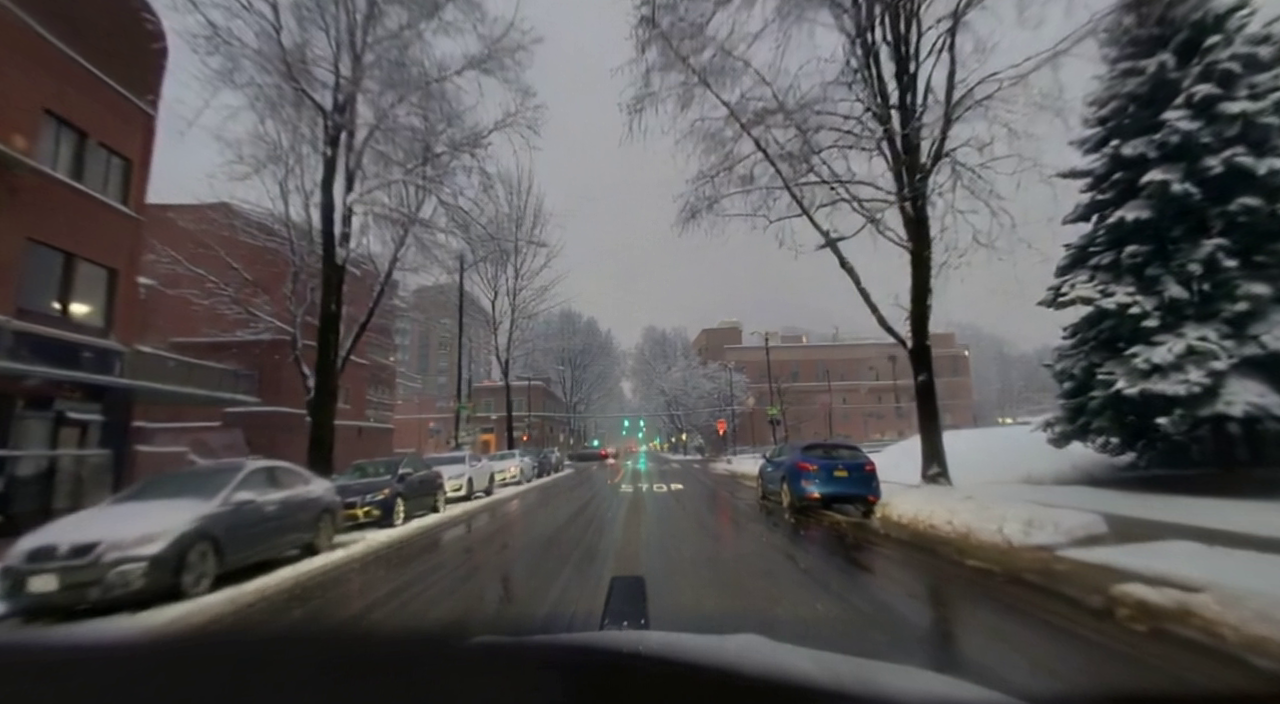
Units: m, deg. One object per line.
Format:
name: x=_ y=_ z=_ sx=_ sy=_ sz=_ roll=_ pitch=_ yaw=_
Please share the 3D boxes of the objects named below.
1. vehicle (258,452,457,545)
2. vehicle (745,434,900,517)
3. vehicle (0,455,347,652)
vehicle: x=-5.432 y=2.839 z=13.042 sx=1.873 sy=1.448 sz=5.013 roll=0 pitch=-8 yaw=-1
vehicle: x=3.845 y=2.664 z=14.148 sx=1.978 sy=1.554 sz=4.192 roll=0 pitch=-8 yaw=-4
vehicle: x=-5.382 y=1.958 z=7.204 sx=2.089 sy=1.463 sz=4.350 roll=0 pitch=-8 yaw=-2
